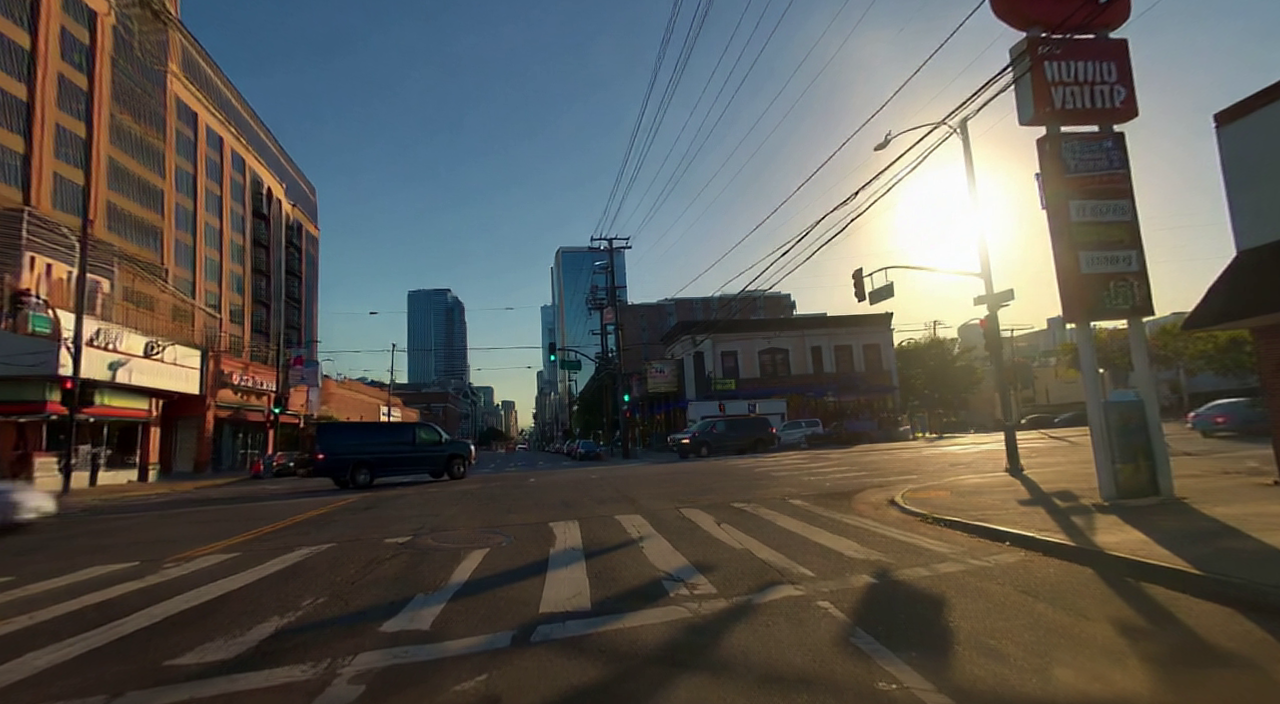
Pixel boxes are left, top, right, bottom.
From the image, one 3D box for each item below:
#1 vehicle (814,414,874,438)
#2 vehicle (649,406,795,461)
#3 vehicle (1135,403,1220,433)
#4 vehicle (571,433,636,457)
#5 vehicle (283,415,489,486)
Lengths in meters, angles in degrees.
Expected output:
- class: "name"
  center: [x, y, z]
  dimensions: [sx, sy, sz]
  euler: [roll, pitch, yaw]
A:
- class: "vehicle"
  center: [16.000, 5.833, 49.425]
  dimensions: [4.589, 1.730, 1.801]
  euler: [4, -10, -31]
- class: "vehicle"
  center: [3.354, 3.336, 25.573]
  dimensions: [5.588, 1.985, 2.374]
  euler: [5, -10, -32]
- class: "vehicle"
  center: [29.002, 3.591, 34.051]
  dimensions: [4.499, 1.524, 1.784]
  euler: [4, -9, -28]
- class: "vehicle"
  center: [-2.692, 6.807, 46.382]
  dimensions: [4.591, 1.686, 1.816]
  euler: [1, -9, -11]
- class: "vehicle"
  center: [-7.858, 3.101, 20.070]
  dimensions: [5.603, 1.938, 2.081]
  euler: [8, -11, -43]
